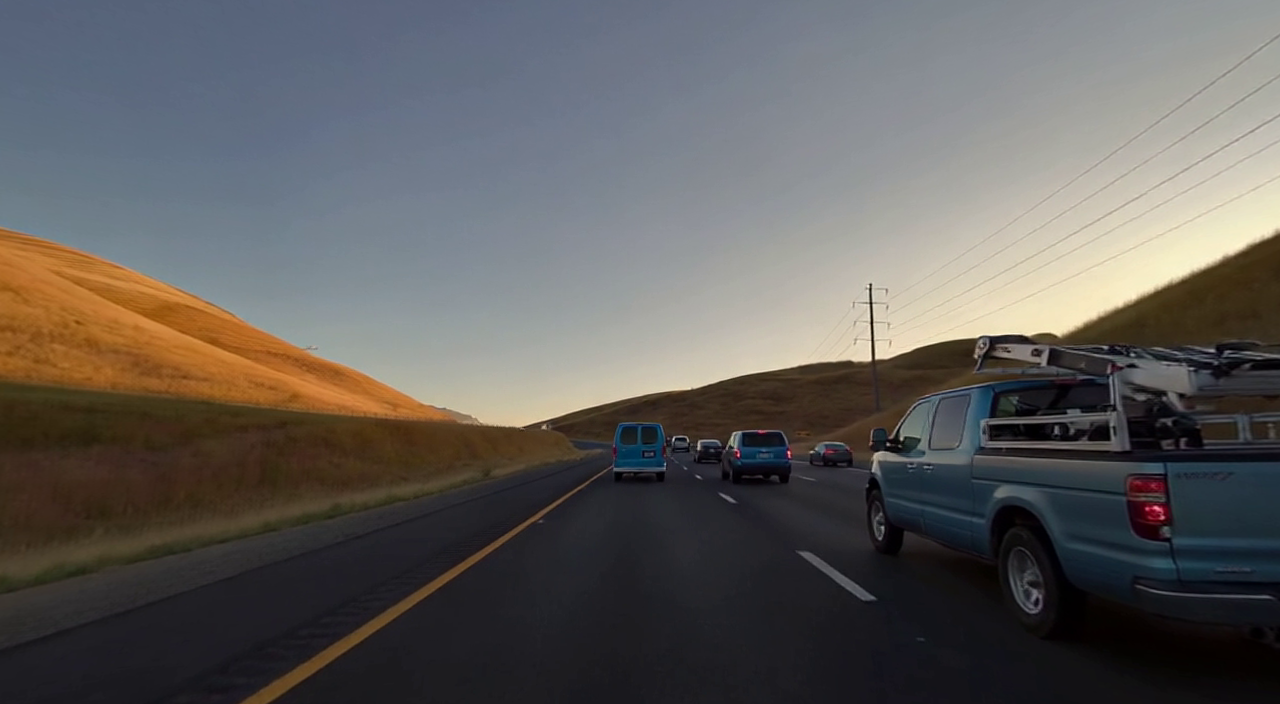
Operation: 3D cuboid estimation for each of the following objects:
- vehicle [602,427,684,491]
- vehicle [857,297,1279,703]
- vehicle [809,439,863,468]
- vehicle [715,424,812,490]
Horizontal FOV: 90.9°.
[{"bbox_3d":[0.112,3.306,19.802,2.268,1.772,4.523,0,-8,1],"label":"vehicle"},{"bbox_3d":[3.928,1.030,4.521,2.691,1.901,5.744,0,-8,0],"label":"vehicle"},{"bbox_3d":[10.850,5.610,35.171,1.875,1.504,4.114,-1,-8,3],"label":"vehicle"},{"bbox_3d":[3.702,3.264,19.867,2.139,1.821,4.480,0,-8,0],"label":"vehicle"}]
